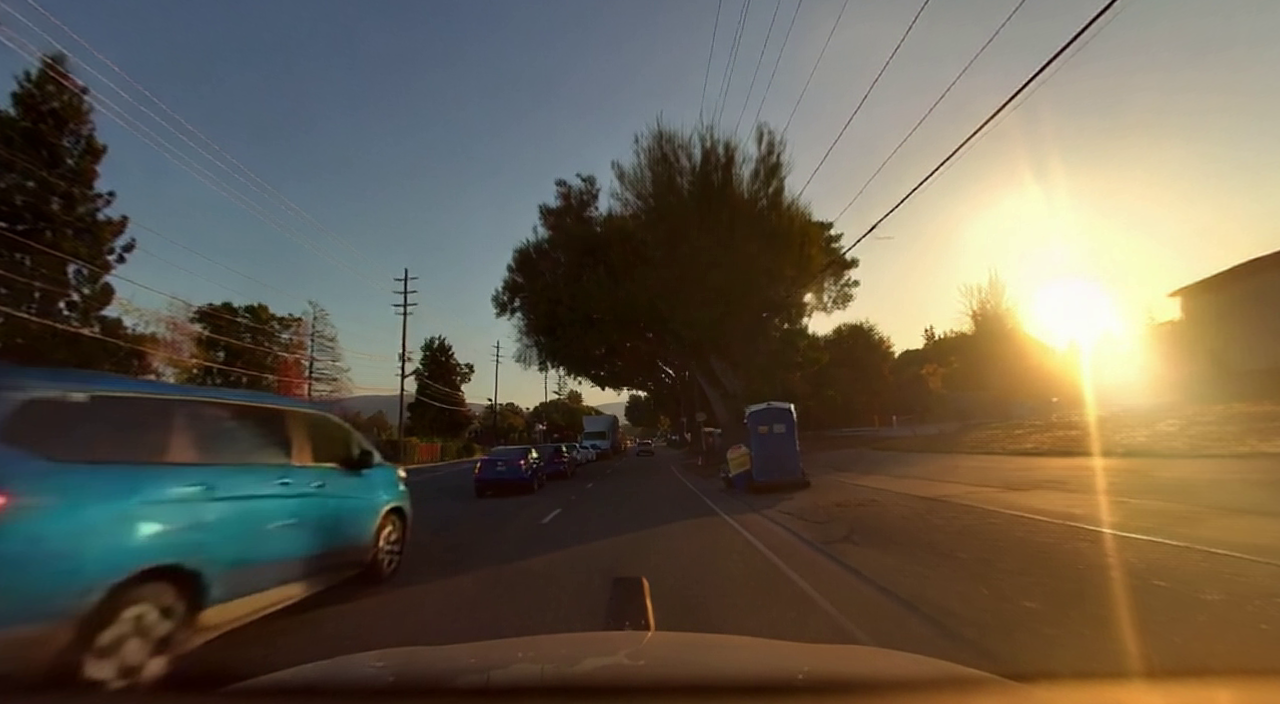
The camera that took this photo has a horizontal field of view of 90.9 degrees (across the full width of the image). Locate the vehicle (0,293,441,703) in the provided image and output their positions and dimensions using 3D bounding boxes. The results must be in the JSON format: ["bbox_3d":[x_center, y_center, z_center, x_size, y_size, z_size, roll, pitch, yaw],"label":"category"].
[{"bbox_3d":[-3.235,1.017,4.103,2.180,1.818,5.117,0,-8,0],"label":"vehicle"}]

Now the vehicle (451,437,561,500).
[{"bbox_3d":[-3.422,3.061,16.981,1.998,1.466,4.124,0,-8,1],"label":"vehicle"}]
